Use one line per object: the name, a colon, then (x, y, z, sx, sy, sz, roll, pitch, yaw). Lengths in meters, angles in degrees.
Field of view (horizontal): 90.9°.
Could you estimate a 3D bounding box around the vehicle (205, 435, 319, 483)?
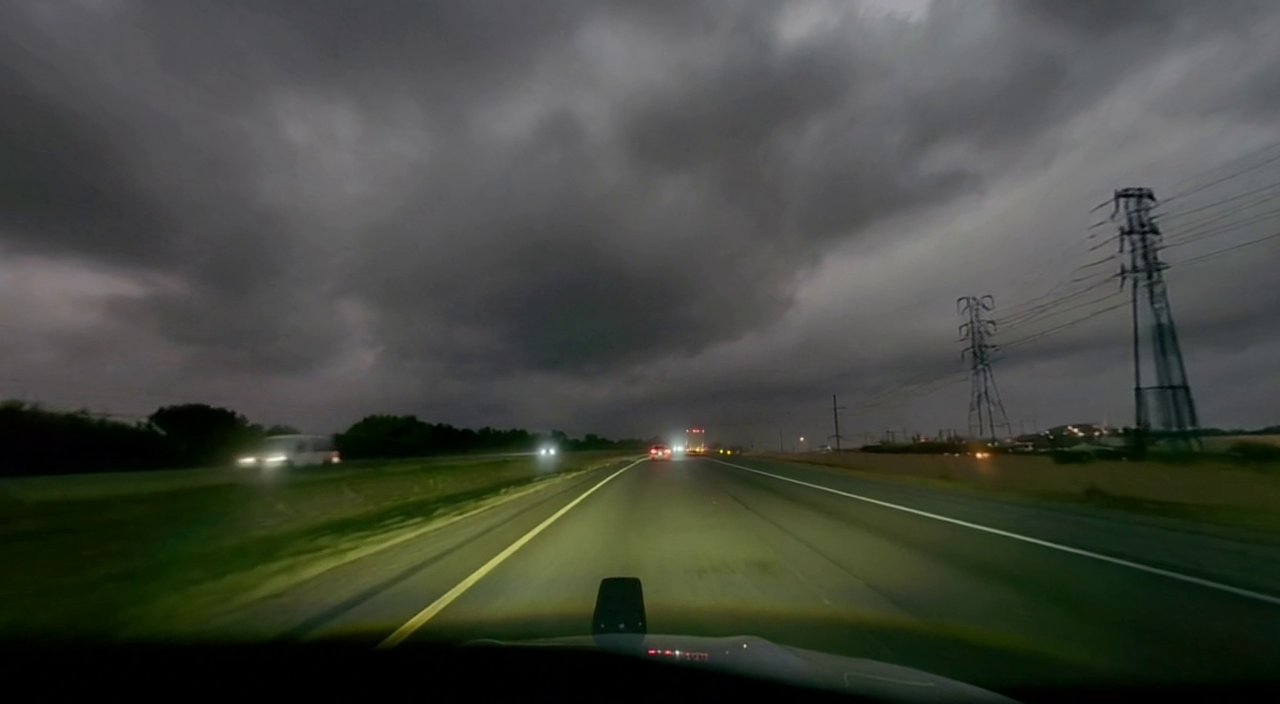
vehicle: (-16.294, 4.634, 27.553, 2.097, 1.887, 4.477, -1, -9, 1)
